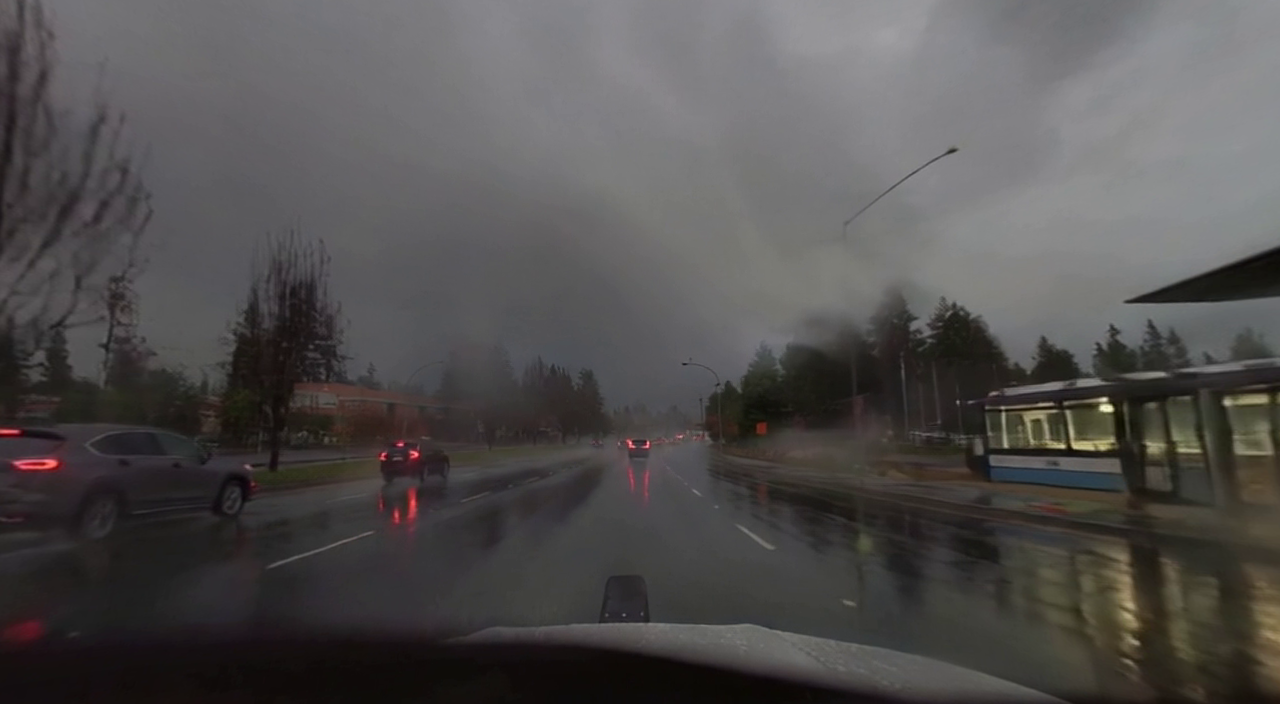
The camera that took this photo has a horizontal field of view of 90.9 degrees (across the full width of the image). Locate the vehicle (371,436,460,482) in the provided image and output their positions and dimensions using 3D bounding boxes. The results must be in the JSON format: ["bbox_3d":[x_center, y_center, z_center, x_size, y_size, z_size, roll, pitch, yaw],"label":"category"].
[{"bbox_3d":[-9.434,4.521,26.978,2.097,1.782,4.682,0,-8,-1],"label":"vehicle"}]

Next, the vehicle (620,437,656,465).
[{"bbox_3d":[-0.083,6.826,43.633,2.345,1.803,4.261,0,-8,1],"label":"vehicle"}]

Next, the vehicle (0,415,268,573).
[{"bbox_3d":[-8.023,1.909,9.335,2.181,1.728,4.515,0,-8,1],"label":"vehicle"}]
